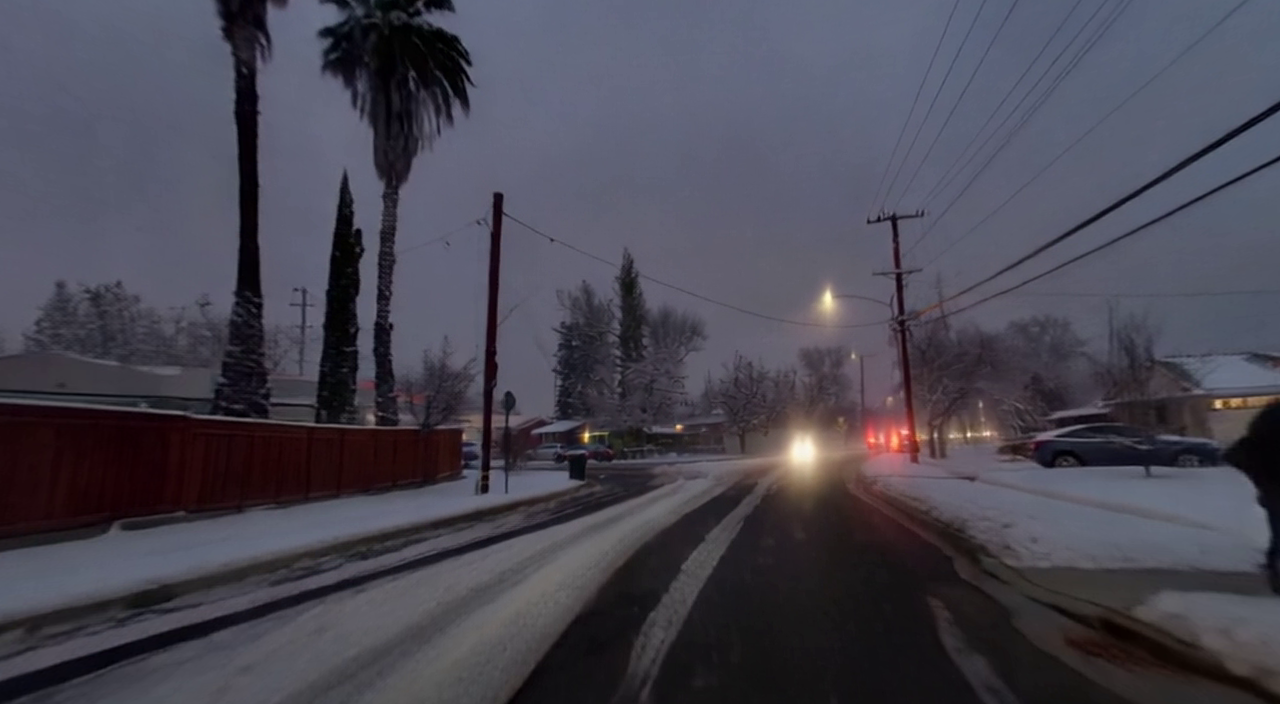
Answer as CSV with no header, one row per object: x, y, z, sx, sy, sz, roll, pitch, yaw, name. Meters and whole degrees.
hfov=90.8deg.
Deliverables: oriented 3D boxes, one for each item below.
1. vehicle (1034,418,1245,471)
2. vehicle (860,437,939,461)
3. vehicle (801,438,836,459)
15.324,2.882,19.684,4.641,1.498,2.001,-1,-9,10,vehicle
16.593,6.240,40.442,4.531,1.447,1.814,-4,-10,23,vehicle
14.191,7.631,49.982,1.955,1.632,3.688,-4,-10,26,vehicle
